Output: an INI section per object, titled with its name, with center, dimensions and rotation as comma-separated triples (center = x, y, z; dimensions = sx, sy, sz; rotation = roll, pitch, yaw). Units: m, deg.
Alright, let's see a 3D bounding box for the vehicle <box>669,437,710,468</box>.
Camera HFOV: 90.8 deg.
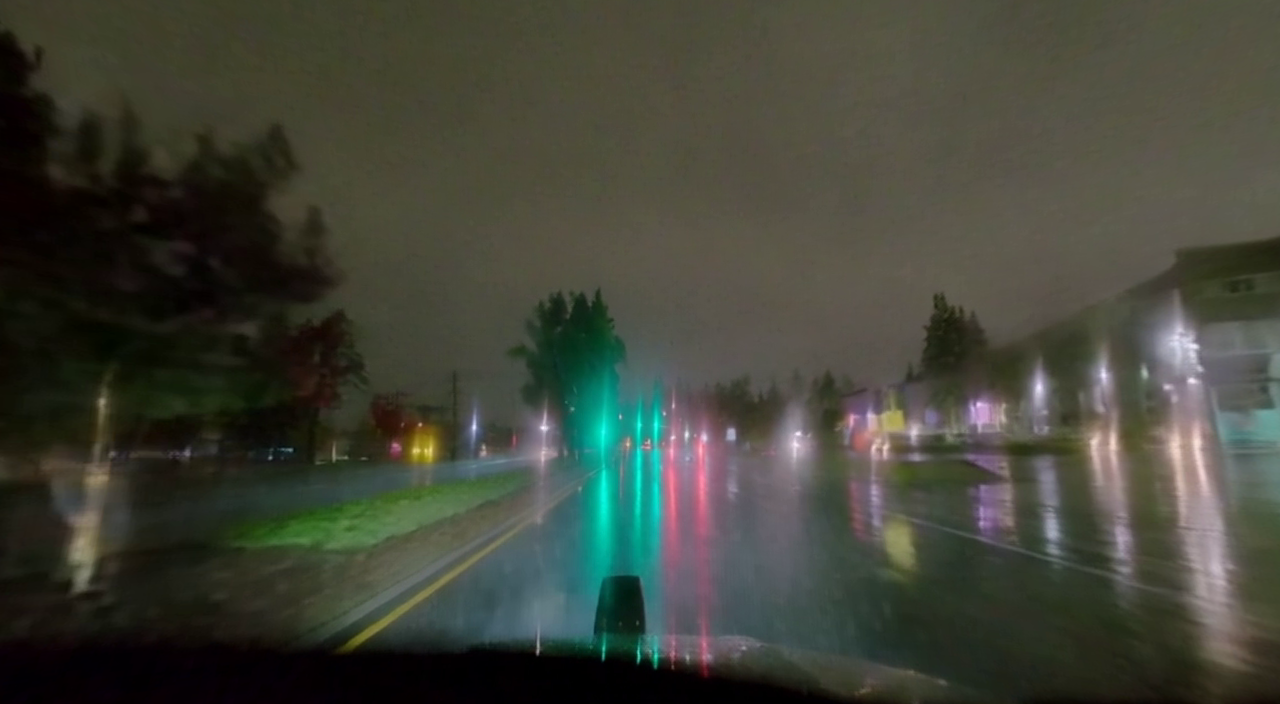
[vehicle]
center = 3.050, 6.348, 40.053
dimensions = 2.085, 1.828, 5.383
rotation = 0, -8, -1
